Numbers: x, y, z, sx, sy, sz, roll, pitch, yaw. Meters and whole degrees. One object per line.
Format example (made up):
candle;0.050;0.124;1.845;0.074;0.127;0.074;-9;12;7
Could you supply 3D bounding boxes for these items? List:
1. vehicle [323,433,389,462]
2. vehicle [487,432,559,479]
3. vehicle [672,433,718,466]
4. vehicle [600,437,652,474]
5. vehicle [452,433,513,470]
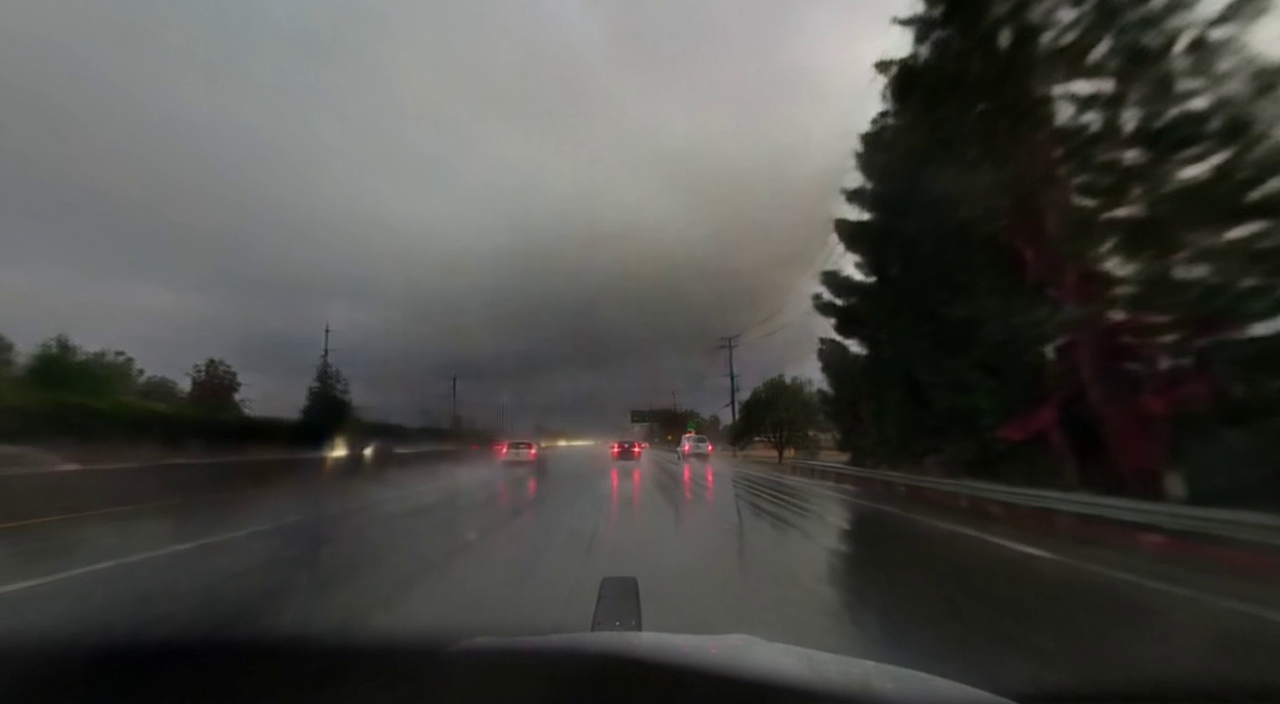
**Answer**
vehicle;-20.214;6.788;45.163;2.279;1.940;5.463;0;-8;-1
vehicle;-4.356;3.910;24.171;1.901;1.601;4.610;0;-8;0
vehicle;2.971;5.376;35.040;1.950;1.695;4.446;0;-8;-2
vehicle;-0.590;4.382;27.045;2.086;1.488;3.440;0;-8;-1
vehicle;-7.613;4.822;30.912;1.980;1.678;4.255;0;-8;-1
